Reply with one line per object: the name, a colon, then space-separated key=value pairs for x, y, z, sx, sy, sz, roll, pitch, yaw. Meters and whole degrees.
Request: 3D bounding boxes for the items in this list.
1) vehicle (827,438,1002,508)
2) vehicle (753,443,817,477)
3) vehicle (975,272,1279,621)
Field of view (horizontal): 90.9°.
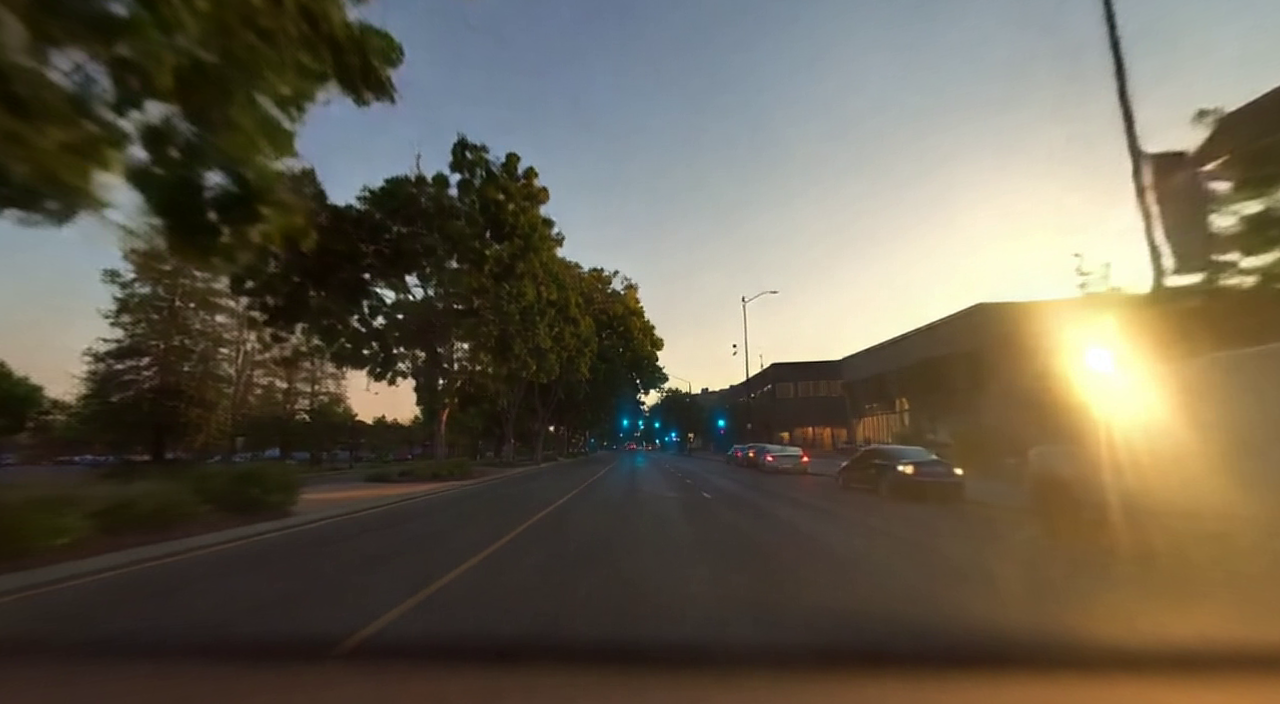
vehicle: x=6.616 y=2.959 z=16.006 sx=2.109 sy=1.477 sz=4.963 roll=0 pitch=-8 yaw=-1
vehicle: x=6.716 y=5.034 z=29.669 sx=1.847 sy=1.472 sz=4.846 roll=0 pitch=-8 yaw=0
vehicle: x=6.241 y=0.891 z=5.982 sx=2.762 sy=2.607 sz=6.182 roll=0 pitch=-8 yaw=1
